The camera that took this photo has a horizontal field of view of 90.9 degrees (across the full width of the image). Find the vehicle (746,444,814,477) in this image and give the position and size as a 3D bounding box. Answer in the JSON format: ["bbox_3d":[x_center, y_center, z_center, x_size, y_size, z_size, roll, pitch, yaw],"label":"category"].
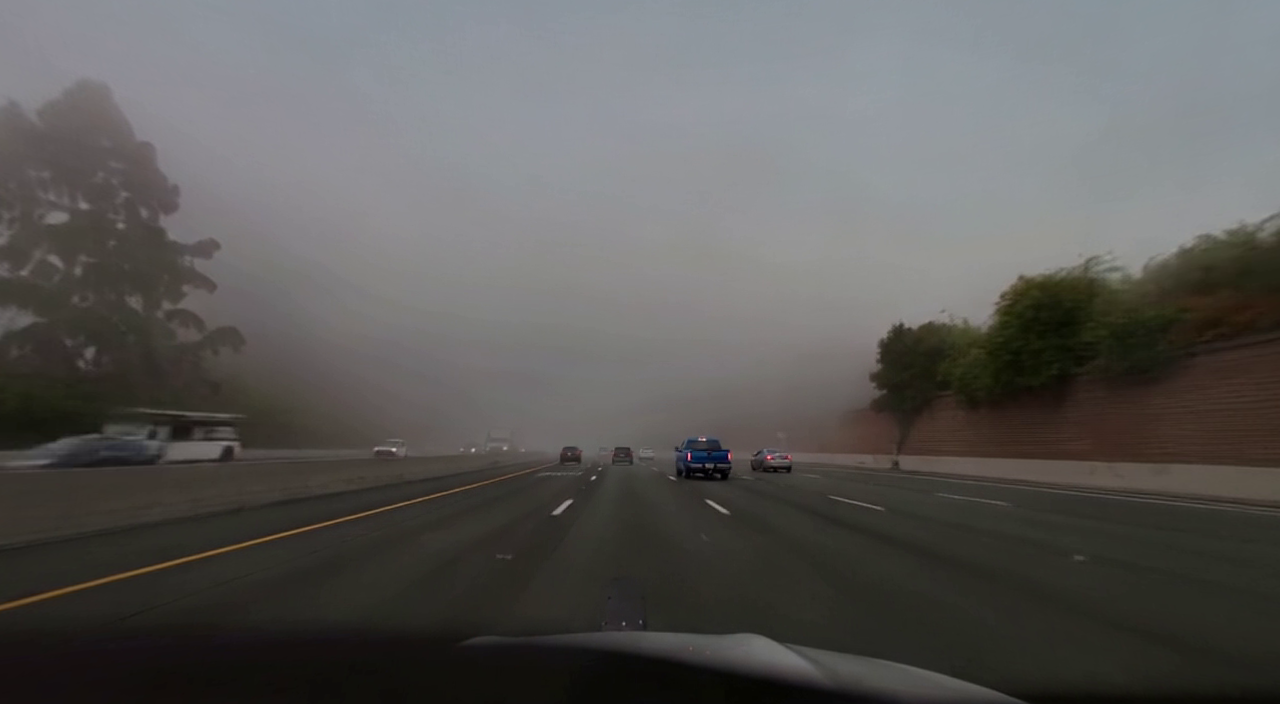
[{"bbox_3d":[6.921,5.395,31.728,1.976,1.485,4.925,0,-8,-4],"label":"vehicle"}]

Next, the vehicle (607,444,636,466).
[{"bbox_3d":[-1.487,7.878,48.412,2.050,1.607,3.821,0,-8,-4],"label":"vehicle"}]

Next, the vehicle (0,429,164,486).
[{"bbox_3d":[-17.784,3.253,19.767,2.107,1.561,4.736,0,-8,-2],"label":"vehicle"}]

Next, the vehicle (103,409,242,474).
[{"bbox_3d":[-22.049,4.297,30.194,2.220,2.772,5.866,0,-8,-2],"label":"vehicle"}]

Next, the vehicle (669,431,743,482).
[{"bbox_3d":[2.727,4.522,27.614,2.374,1.952,5.431,0,-8,-3],"label":"vehicle"}]
